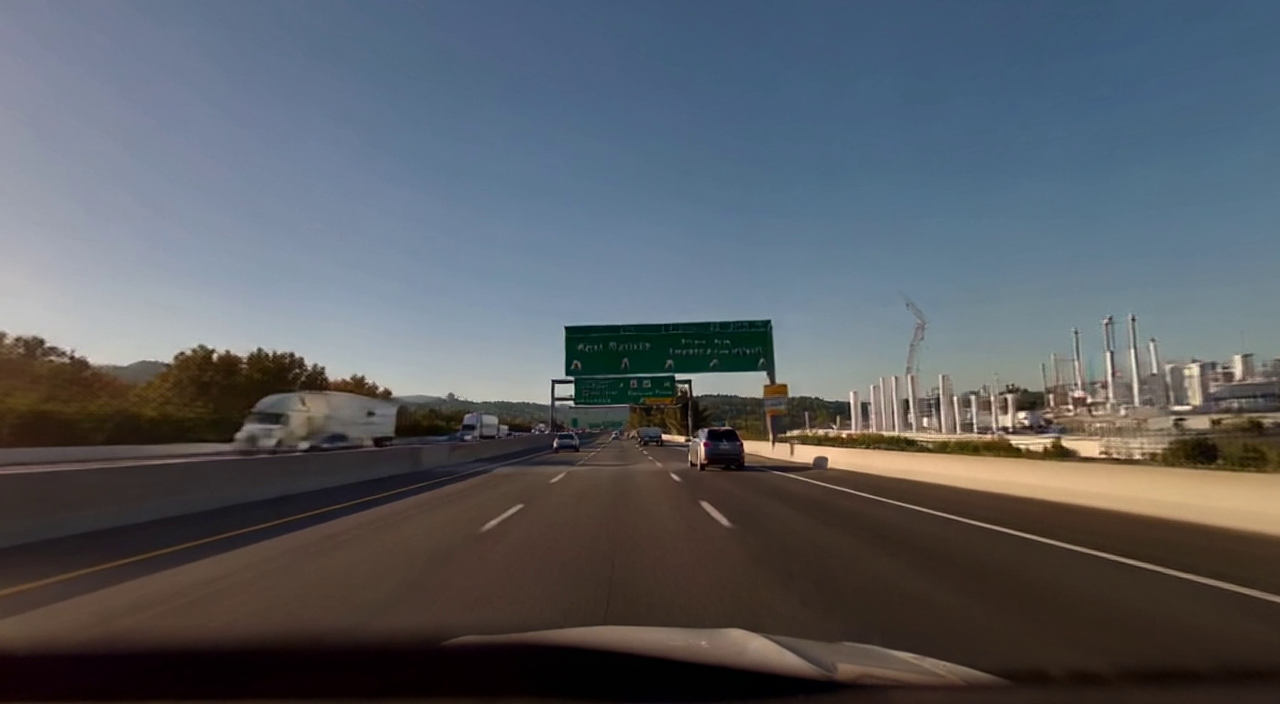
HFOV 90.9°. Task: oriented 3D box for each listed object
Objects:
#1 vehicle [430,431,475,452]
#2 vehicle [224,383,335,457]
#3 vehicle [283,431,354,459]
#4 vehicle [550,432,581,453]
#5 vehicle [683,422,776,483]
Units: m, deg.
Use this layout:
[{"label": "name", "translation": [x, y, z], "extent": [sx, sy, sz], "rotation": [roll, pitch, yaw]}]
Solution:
[{"label": "vehicle", "translation": [-14.053, 6.725, 47.527], "extent": [2.037, 1.495, 4.668], "rotation": [0, -8, -1]}, {"label": "vehicle", "translation": [-21.023, 4.099, 37.221], "extent": [3.007, 3.981, 5.933], "rotation": [0, -8, -2]}, {"label": "vehicle", "translation": [-17.312, 5.005, 34.119], "extent": [1.885, 1.441, 3.879], "rotation": [0, -8, -1]}, {"label": "vehicle", "translation": [-5.657, 6.935, 48.458], "extent": [1.996, 1.518, 4.229], "rotation": [0, -8, -2]}, {"label": "vehicle", "translation": [2.582, 3.014, 19.218], "extent": [2.022, 1.637, 4.229], "rotation": [0, -8, -3]}]
